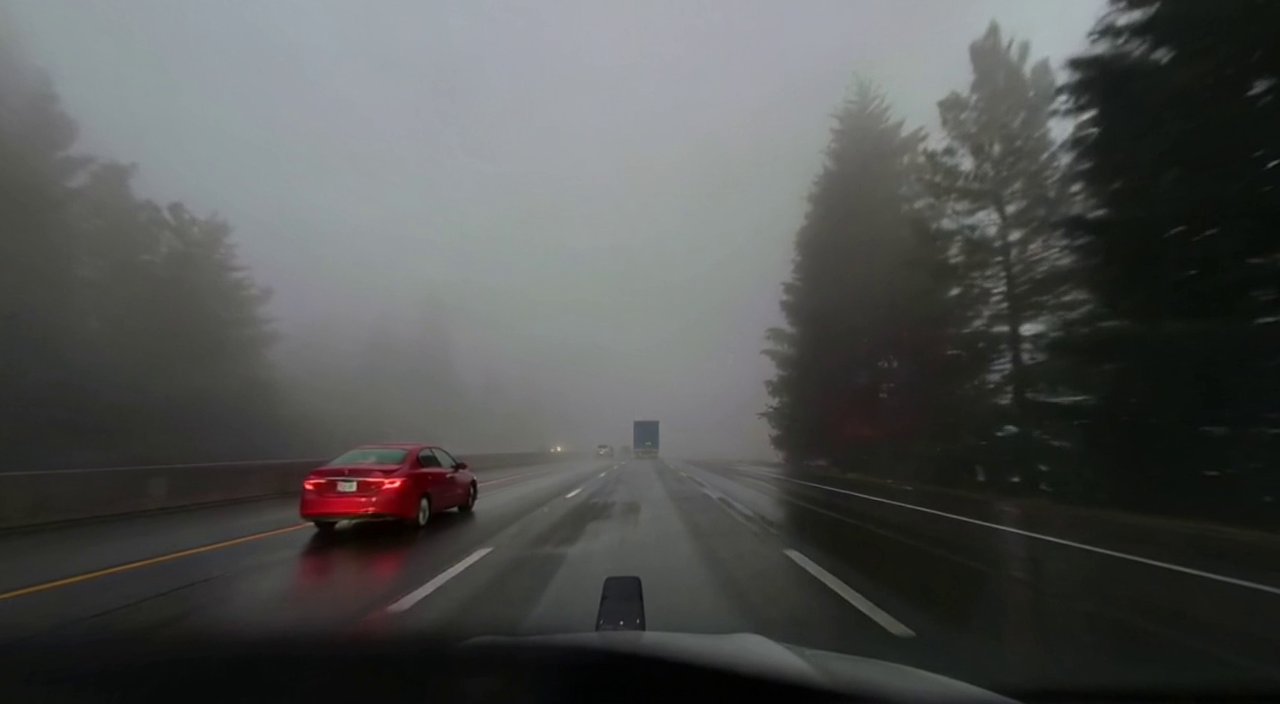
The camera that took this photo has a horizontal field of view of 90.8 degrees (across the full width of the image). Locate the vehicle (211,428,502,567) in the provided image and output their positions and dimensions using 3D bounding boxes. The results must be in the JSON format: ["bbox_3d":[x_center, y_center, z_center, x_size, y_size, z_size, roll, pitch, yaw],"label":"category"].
[{"bbox_3d":[-3.738,2.025,9.594,1.999,1.533,4.870,-1,-9,2],"label":"vehicle"}]
